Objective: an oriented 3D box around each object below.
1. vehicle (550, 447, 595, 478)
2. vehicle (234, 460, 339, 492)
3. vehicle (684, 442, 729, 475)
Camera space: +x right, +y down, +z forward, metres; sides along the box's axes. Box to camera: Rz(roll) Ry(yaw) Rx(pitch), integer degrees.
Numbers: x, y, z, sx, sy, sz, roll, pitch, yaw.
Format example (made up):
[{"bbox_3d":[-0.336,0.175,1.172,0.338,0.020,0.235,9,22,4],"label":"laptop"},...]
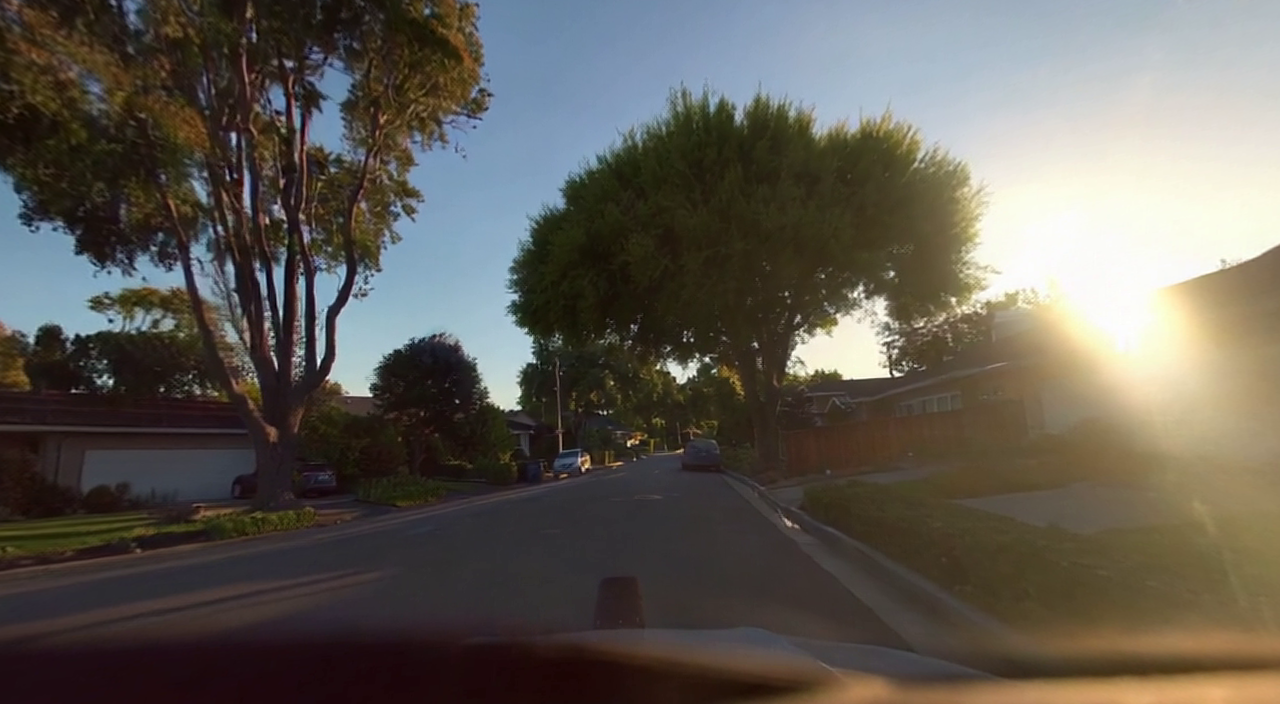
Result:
[{"bbox_3d":[-4.474,7.392,42.661,2.208,1.834,4.675,-4,-9,3],"label":"vehicle"},{"bbox_3d":[-18.300,6.410,32.779,4.404,1.495,1.844,-1,-9,5],"label":"vehicle"},{"bbox_3d":[3.307,5.397,32.149,2.005,1.553,3.984,-1,-9,3],"label":"vehicle"}]
